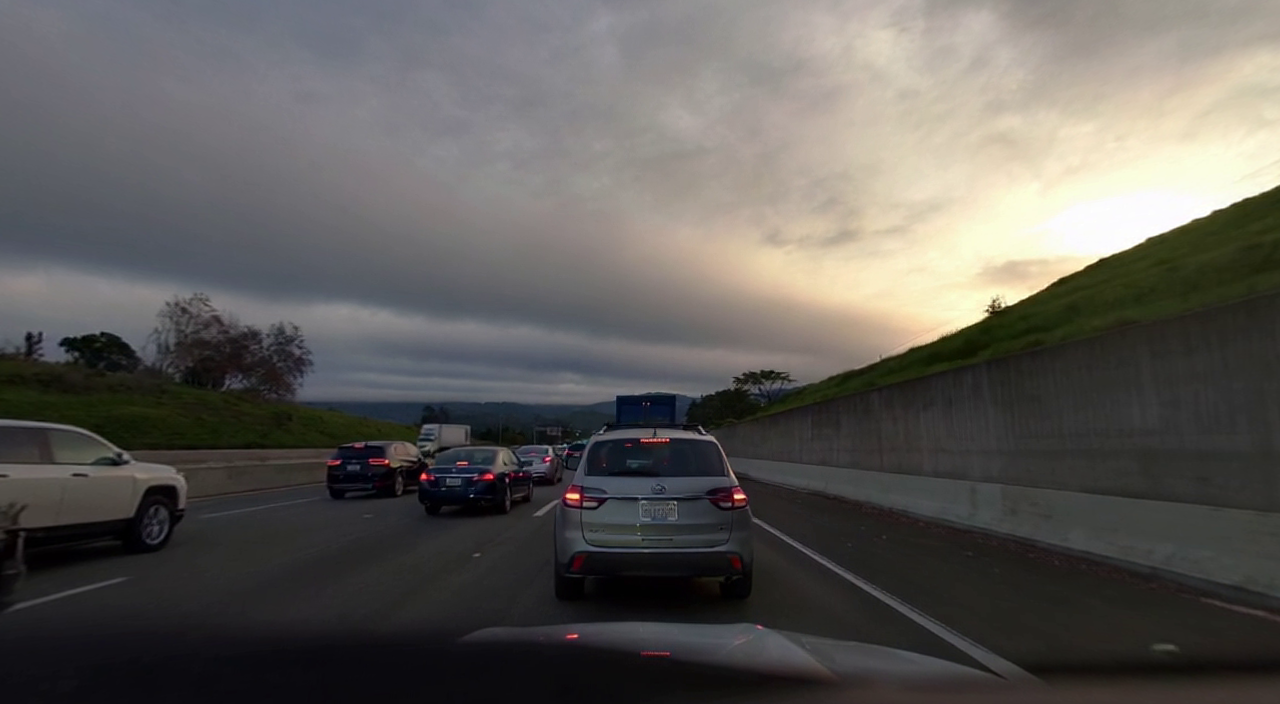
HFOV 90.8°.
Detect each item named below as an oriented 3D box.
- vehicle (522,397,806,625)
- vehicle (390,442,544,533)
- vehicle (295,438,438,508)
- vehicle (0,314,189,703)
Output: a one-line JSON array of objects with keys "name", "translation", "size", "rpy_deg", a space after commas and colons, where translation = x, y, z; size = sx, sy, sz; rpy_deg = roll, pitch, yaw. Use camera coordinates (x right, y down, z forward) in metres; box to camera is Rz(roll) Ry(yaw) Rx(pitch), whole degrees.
[{"name": "vehicle", "translation": [0.146, 1.646, 7.652], "size": [2.210, 1.760, 5.303], "rpy_deg": [0, -9, -1]}, {"name": "vehicle", "translation": [-3.231, 2.606, 12.695], "size": [1.917, 1.506, 3.949], "rpy_deg": [0, -9, 1]}, {"name": "vehicle", "translation": [-7.520, 3.343, 17.932], "size": [1.986, 1.700, 4.558], "rpy_deg": [0, -9, 0]}, {"name": "vehicle", "translation": [-3.519, 0.578, 0.934], "size": [2.085, 1.893, 4.880], "rpy_deg": [0, -9, -1]}]
